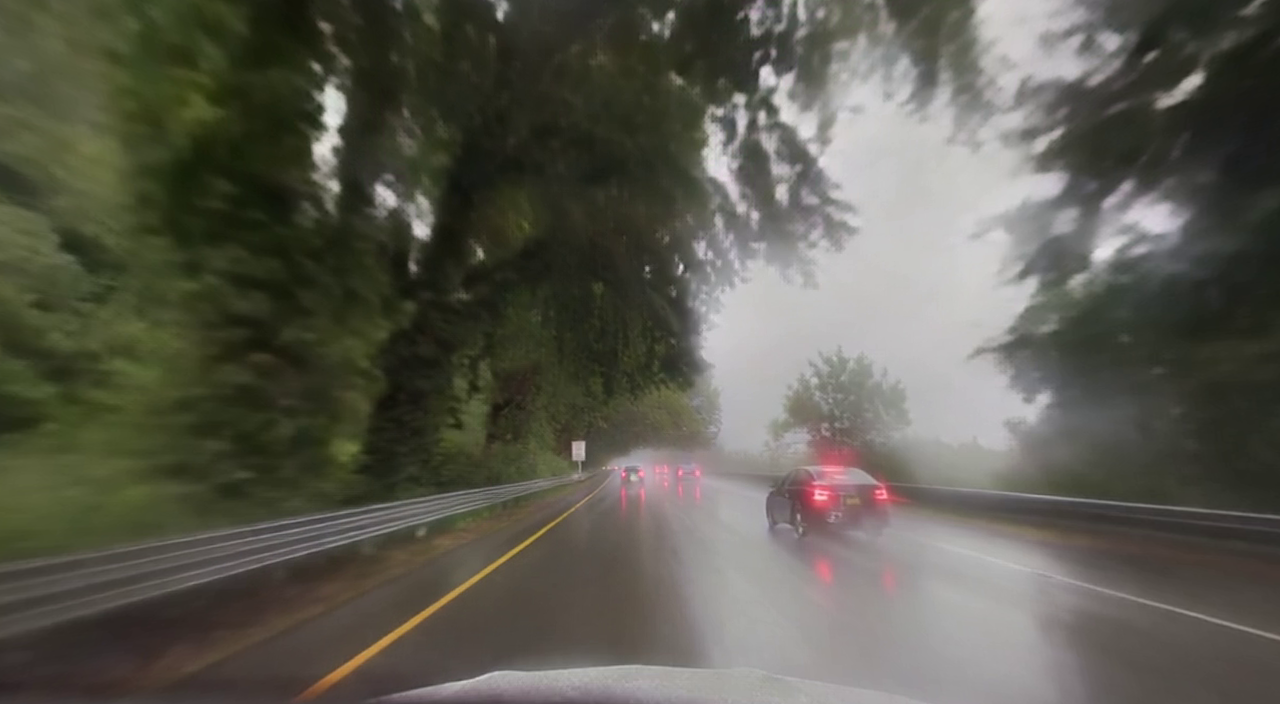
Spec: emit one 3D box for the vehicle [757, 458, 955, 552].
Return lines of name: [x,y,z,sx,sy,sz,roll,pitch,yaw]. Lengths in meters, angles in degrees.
vehicle: [3.829,2.848,12.321,2.018,1.426,4.941,1,-10,-1]

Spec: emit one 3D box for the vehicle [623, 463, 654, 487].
vehicle: [-0.102,8.234,42.134,1.980,1.483,3.865,1,-10,-1]

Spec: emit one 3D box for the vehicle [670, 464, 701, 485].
vehicle: [3.455,9.341,48.016,1.976,1.467,3.783,1,-10,-2]
